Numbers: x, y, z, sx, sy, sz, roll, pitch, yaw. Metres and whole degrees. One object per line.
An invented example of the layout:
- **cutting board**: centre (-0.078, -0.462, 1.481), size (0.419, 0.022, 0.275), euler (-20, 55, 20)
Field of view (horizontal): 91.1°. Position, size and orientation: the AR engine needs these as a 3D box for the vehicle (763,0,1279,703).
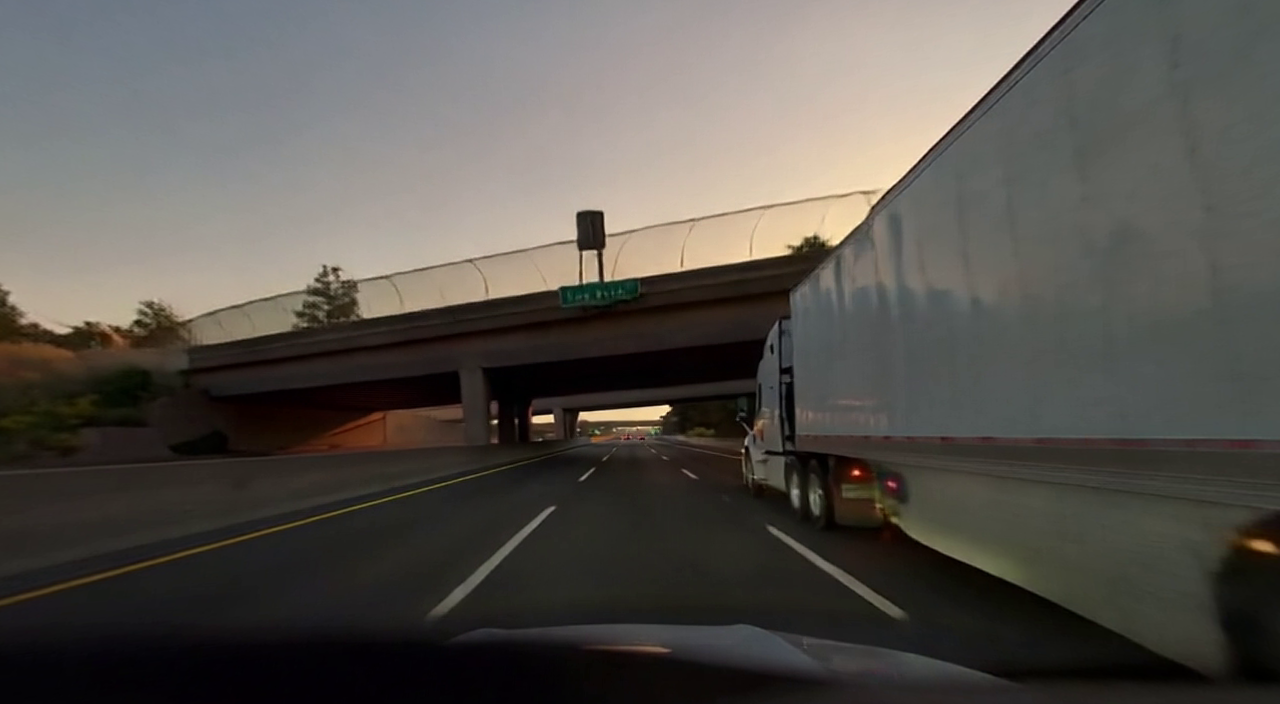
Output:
- **vehicle**: centre (4.050, 0.021, 5.306), size (2.920, 4.029, 13.900), euler (0, -8, -1)
